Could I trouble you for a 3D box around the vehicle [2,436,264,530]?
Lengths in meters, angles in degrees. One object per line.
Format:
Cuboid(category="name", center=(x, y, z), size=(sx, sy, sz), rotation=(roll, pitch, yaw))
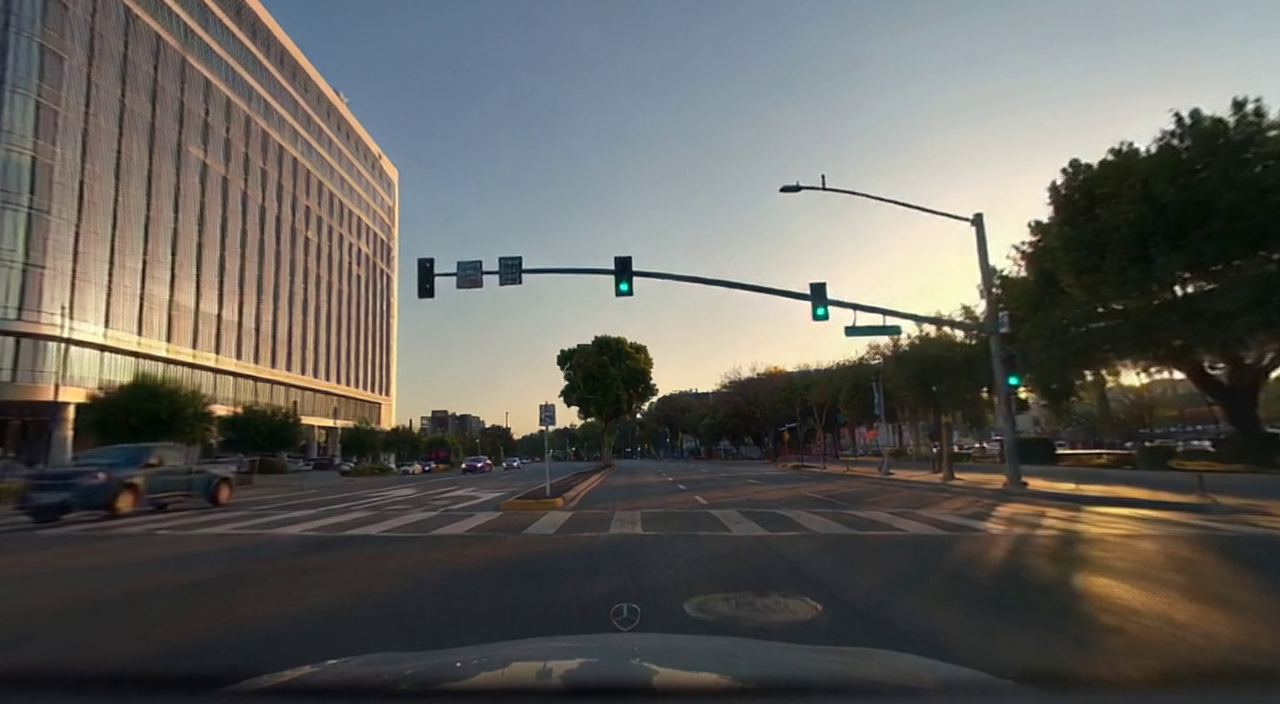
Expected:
Cuboid(category="vehicle", center=(-12.860, 3.314, 16.767), size=(2.268, 2.016, 5.632), rotation=(0, -9, 0))
